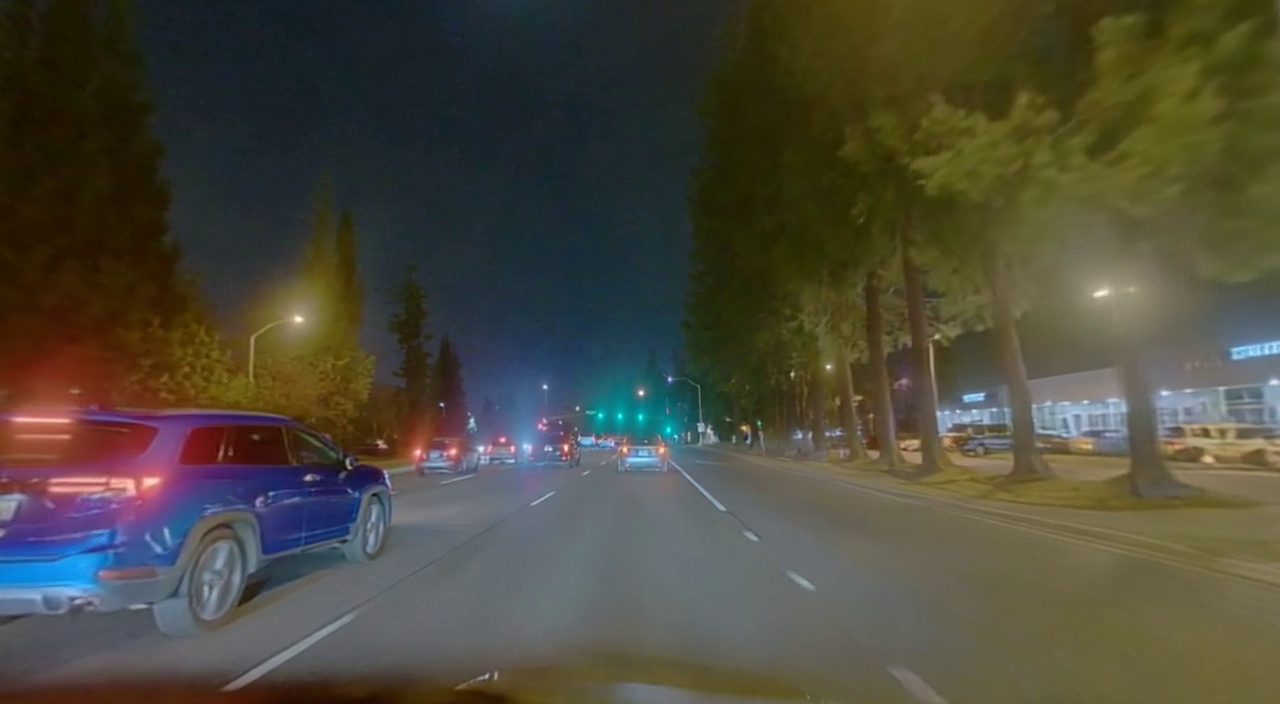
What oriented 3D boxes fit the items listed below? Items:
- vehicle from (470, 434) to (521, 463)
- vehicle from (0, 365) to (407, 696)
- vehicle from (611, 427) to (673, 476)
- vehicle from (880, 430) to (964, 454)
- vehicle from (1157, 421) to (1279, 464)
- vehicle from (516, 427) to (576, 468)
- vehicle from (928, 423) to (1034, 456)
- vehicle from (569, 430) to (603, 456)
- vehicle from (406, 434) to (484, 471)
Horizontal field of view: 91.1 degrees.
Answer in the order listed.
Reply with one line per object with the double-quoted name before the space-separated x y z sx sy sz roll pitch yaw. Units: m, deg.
"vehicle" -8.028 5.391 35.224 1.918 1.484 4.531 0 -8 -2
"vehicle" -3.811 1.184 5.265 2.070 1.641 4.152 0 -8 0
"vehicle" 0.073 3.632 23.053 2.042 1.641 4.187 0 -8 0
"vehicle" 17.044 5.498 38.144 1.857 1.369 4.219 6 -10 -34
"vehicle" 27.629 4.249 29.623 4.524 1.597 2.102 -4 -6 -1
"vehicle" -4.285 4.448 29.320 2.113 1.713 4.422 0 -8 0
"vehicle" 17.460 4.520 32.318 4.329 1.656 1.873 0 -8 2
"vehicle" -3.844 6.637 45.772 2.047 1.810 4.414 0 -8 1
"vehicle" -8.156 4.248 26.711 1.926 1.463 4.450 0 -8 -1
